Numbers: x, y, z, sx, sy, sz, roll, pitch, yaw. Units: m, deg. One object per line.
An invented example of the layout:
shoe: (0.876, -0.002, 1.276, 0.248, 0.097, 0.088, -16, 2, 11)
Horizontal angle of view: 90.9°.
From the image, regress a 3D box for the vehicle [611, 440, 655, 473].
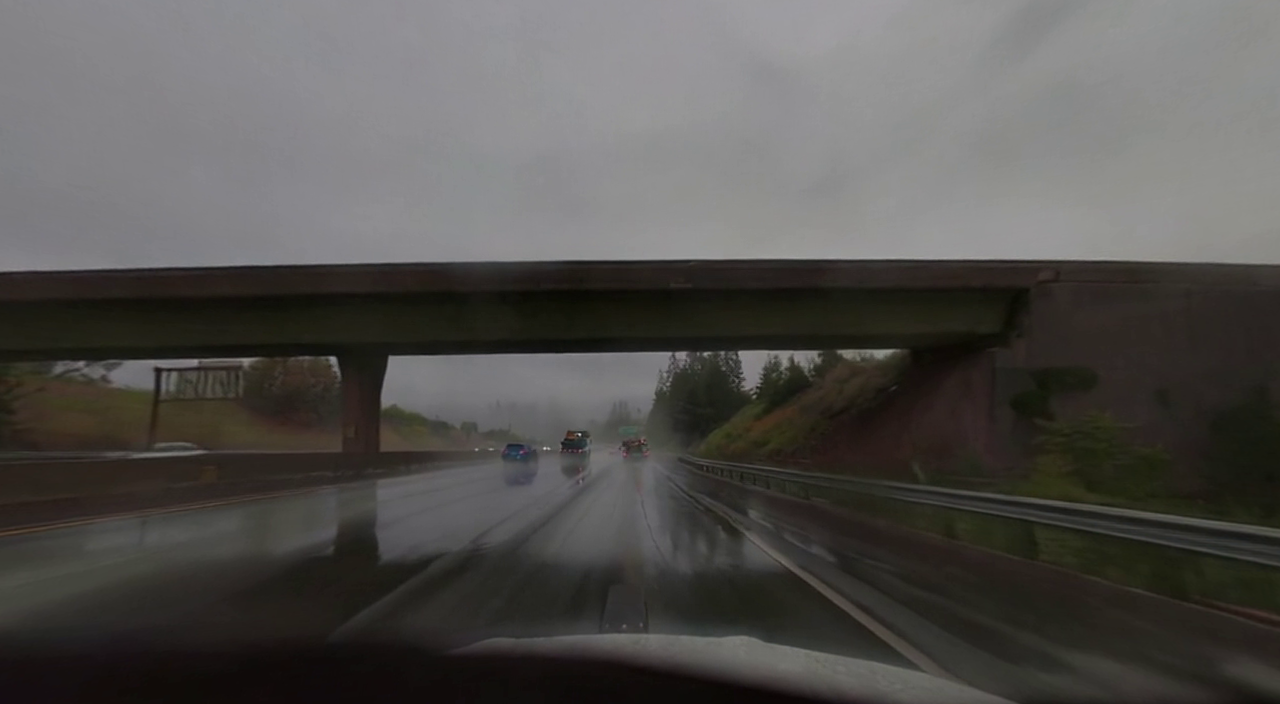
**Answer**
vehicle: (-0.372, 5.928, 36.050, 2.336, 1.722, 4.212, 0, -8, 0)

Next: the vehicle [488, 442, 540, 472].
vehicle: (-7.541, 6.306, 38.178, 2.115, 1.644, 4.513, 0, -8, 2)

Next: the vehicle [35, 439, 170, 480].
vehicle: (-21.496, 4.295, 25.493, 1.753, 1.480, 4.197, 0, -8, 0)
